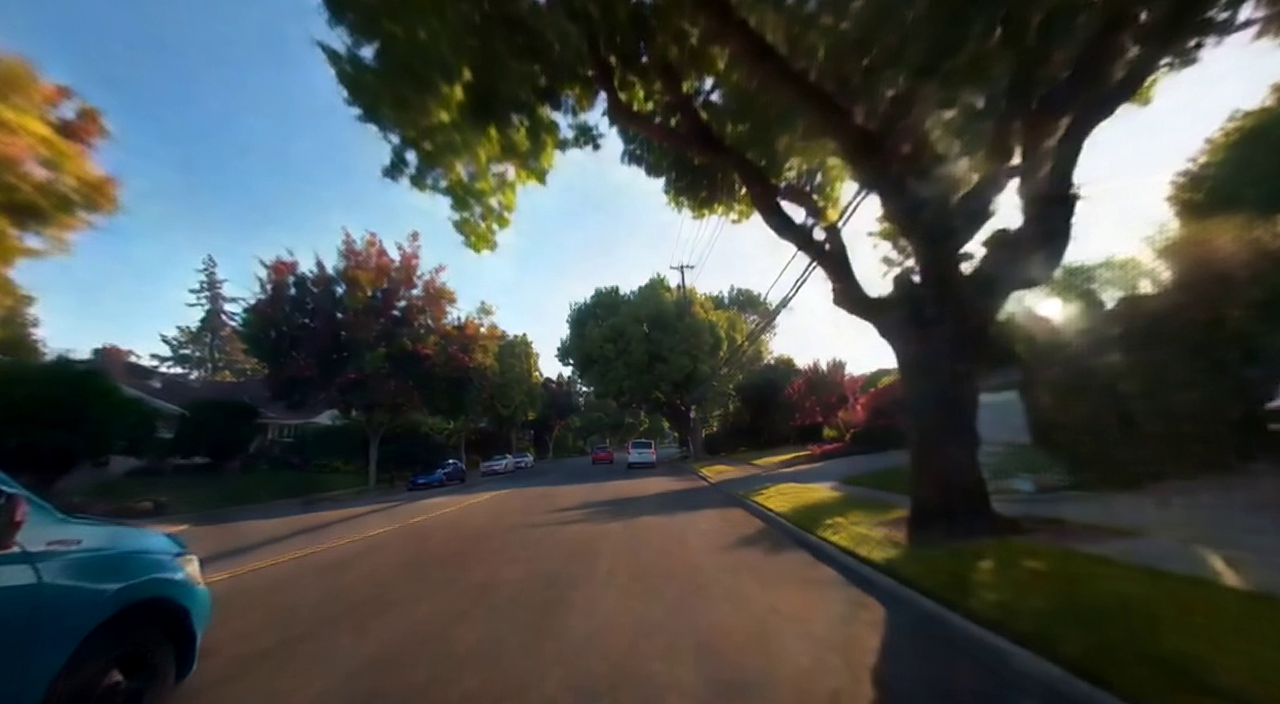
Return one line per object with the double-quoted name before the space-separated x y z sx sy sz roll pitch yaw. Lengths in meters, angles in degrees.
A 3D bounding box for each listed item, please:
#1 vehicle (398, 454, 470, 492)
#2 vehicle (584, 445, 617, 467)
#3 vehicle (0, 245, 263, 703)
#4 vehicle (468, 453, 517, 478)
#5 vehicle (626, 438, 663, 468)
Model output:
"vehicle" -9.895 5.822 30.598 1.879 1.494 4.445 -5 -9 1
"vehicle" -2.825 7.579 46.144 1.968 1.472 4.489 -1 -9 2
"vehicle" -3.449 0.487 0.777 2.336 2.152 5.866 0 -9 0
"vehicle" -9.614 7.392 41.411 2.068 1.480 4.641 0 -9 0
"vehicle" 0.286 6.098 38.128 2.120 1.718 3.909 0 -9 0
